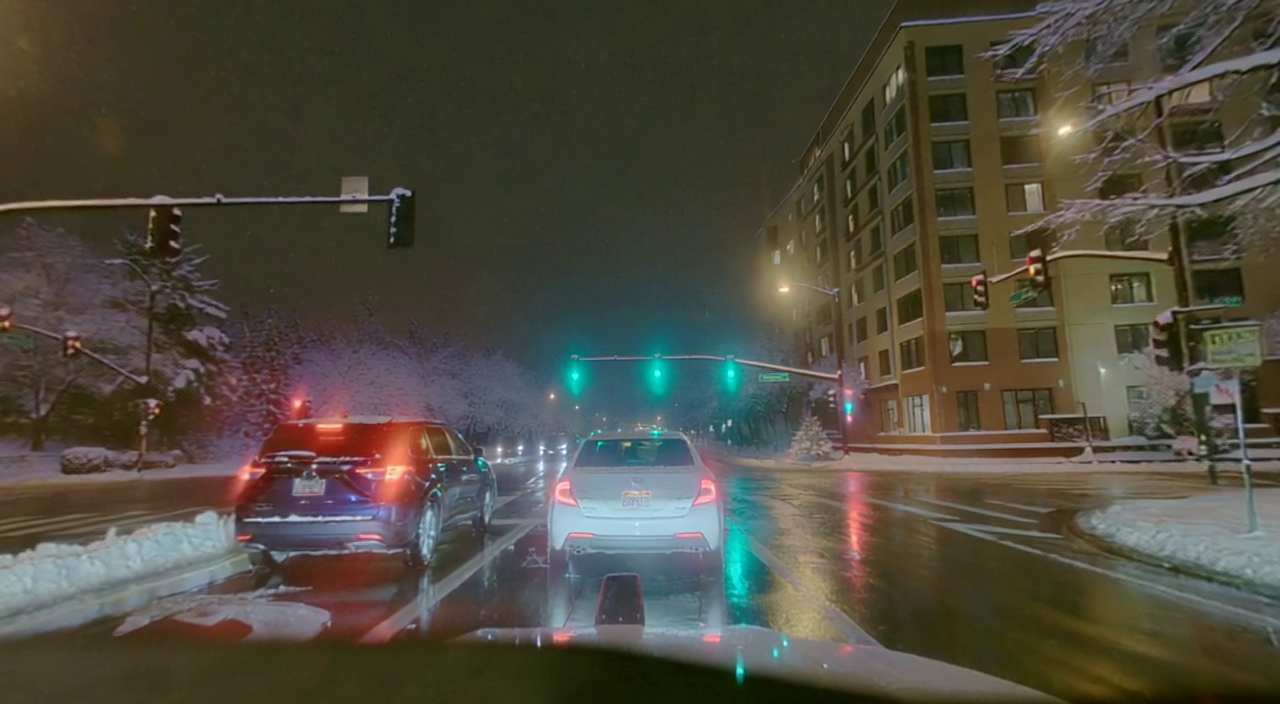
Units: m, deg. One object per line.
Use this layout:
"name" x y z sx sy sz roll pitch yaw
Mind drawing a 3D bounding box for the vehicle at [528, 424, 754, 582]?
"vehicle" 0.027 1.757 8.145 2.190 1.522 3.850 0 -8 0

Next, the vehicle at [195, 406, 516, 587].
"vehicle" -3.176 1.709 8.337 2.081 1.719 4.434 0 -8 1
